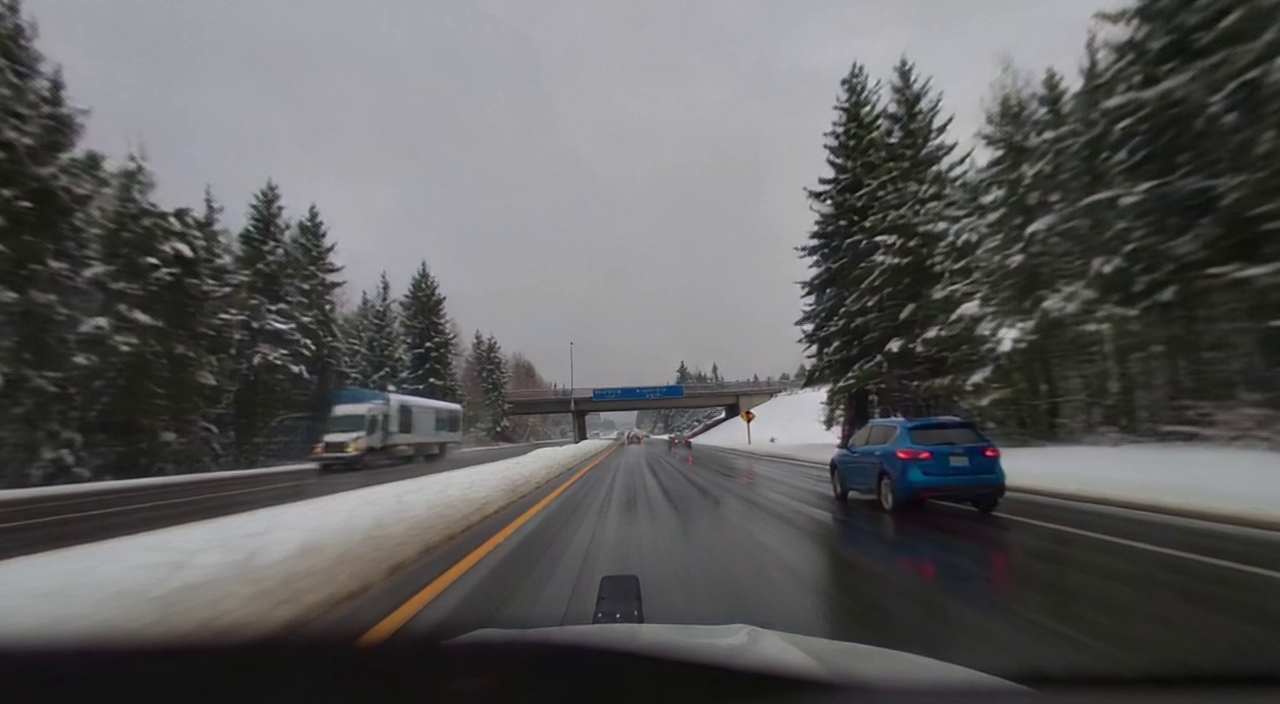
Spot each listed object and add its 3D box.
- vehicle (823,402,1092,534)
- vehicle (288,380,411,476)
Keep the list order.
[{"bbox_3d":[4.643,1.751,10.105,2.073,1.651,4.065,0,-8,-2],"label":"vehicle"},{"bbox_3d":[-13.291,3.591,29.531,2.950,4.010,6.013,0,-8,-2],"label":"vehicle"}]
